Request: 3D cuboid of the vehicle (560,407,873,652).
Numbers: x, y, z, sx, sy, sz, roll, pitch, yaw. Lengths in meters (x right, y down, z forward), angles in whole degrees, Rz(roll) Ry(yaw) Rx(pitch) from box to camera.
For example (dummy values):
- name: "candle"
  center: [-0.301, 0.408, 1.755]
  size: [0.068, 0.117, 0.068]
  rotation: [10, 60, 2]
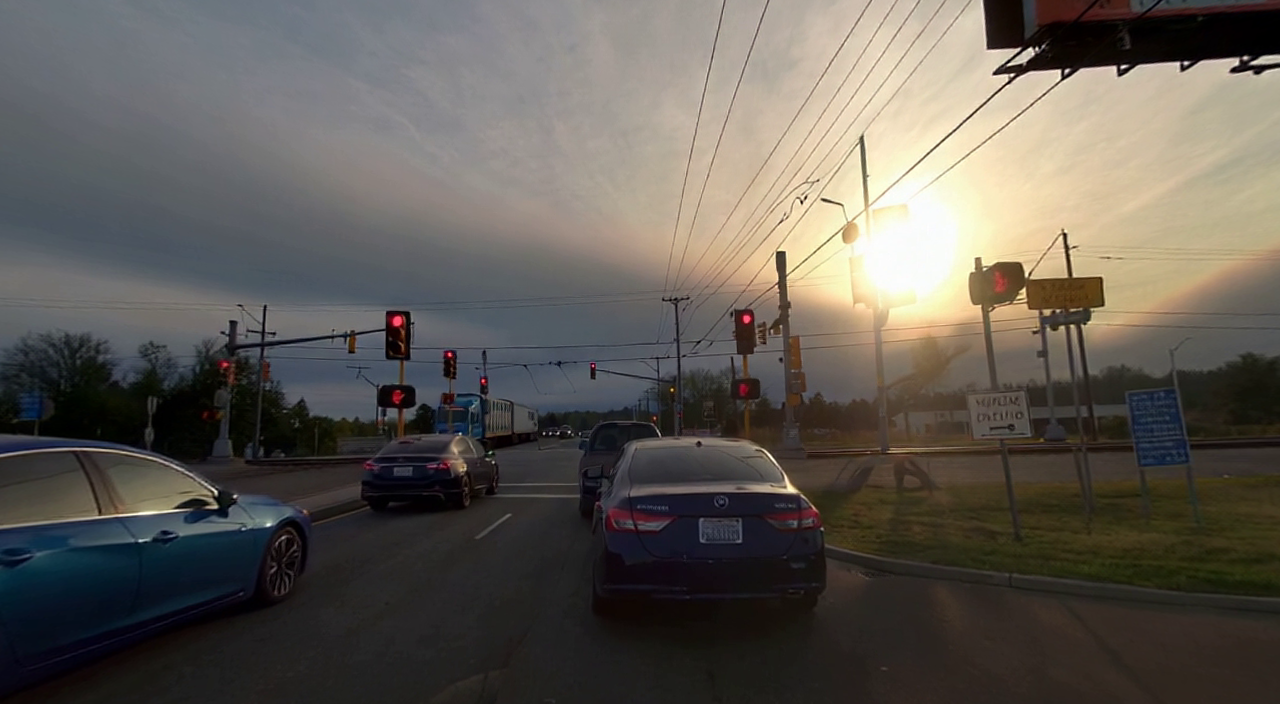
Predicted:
- name: "vehicle"
  center: [0.389, 1.419, 6.064]
  size: [1.998, 1.529, 3.960]
  rotation: [0, -9, -3]

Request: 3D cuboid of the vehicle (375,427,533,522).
- name: "vehicle"
  center: [-3.357, 2.289, 12.292]
  size: [1.984, 1.505, 3.982]
  rotation: [0, -9, -2]

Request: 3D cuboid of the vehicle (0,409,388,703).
- name: "vehicle"
  center: [-3.707, 1.249, 4.458]
  size: [1.956, 1.468, 4.585]
  rotation: [0, -9, 0]
